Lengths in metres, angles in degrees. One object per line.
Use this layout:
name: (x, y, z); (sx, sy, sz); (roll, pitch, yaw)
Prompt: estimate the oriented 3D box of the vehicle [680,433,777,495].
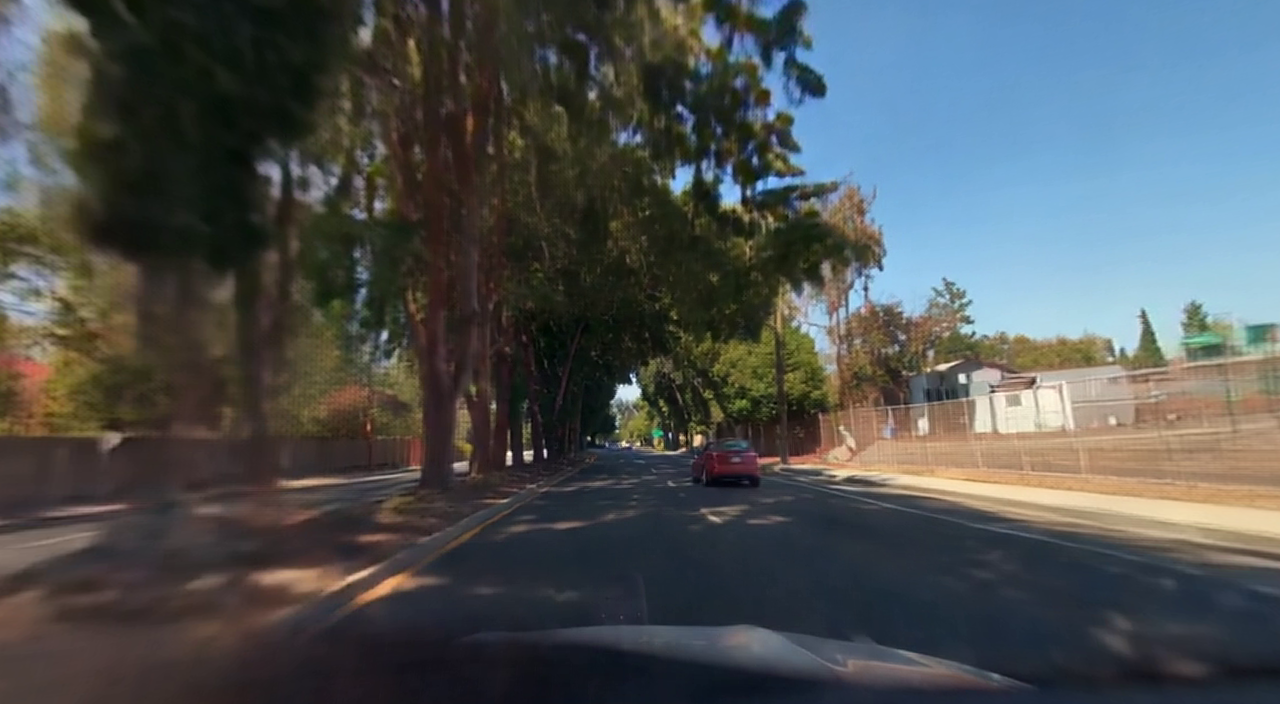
vehicle: (2.358, 3.142, 18.041); (1.985, 1.529, 4.316); (0, -9, -3)
